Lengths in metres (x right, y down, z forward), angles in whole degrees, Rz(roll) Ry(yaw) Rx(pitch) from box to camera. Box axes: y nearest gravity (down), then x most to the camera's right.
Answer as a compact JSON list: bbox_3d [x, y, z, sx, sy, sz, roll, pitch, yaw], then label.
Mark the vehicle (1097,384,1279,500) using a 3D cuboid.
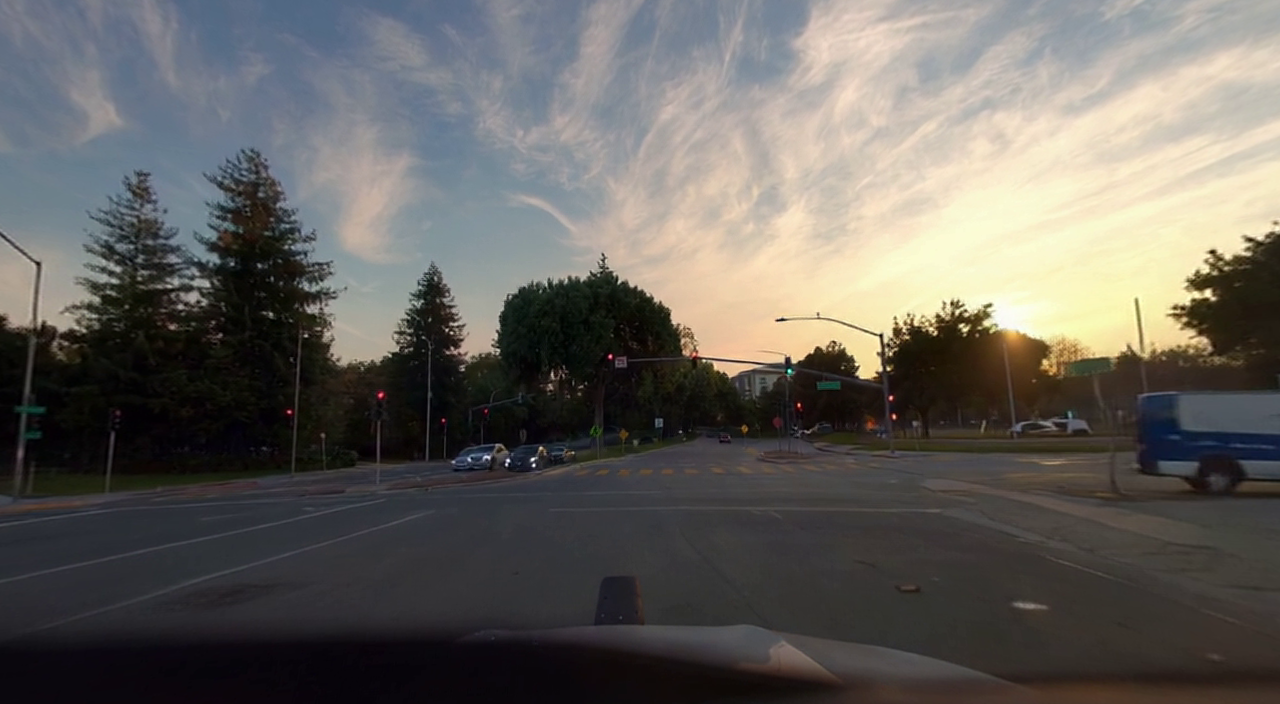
[{"bbox_3d":[14.289,2.022,14.256,5.791,2.404,2.465,-3,-9,18],"label":"vehicle"}]
